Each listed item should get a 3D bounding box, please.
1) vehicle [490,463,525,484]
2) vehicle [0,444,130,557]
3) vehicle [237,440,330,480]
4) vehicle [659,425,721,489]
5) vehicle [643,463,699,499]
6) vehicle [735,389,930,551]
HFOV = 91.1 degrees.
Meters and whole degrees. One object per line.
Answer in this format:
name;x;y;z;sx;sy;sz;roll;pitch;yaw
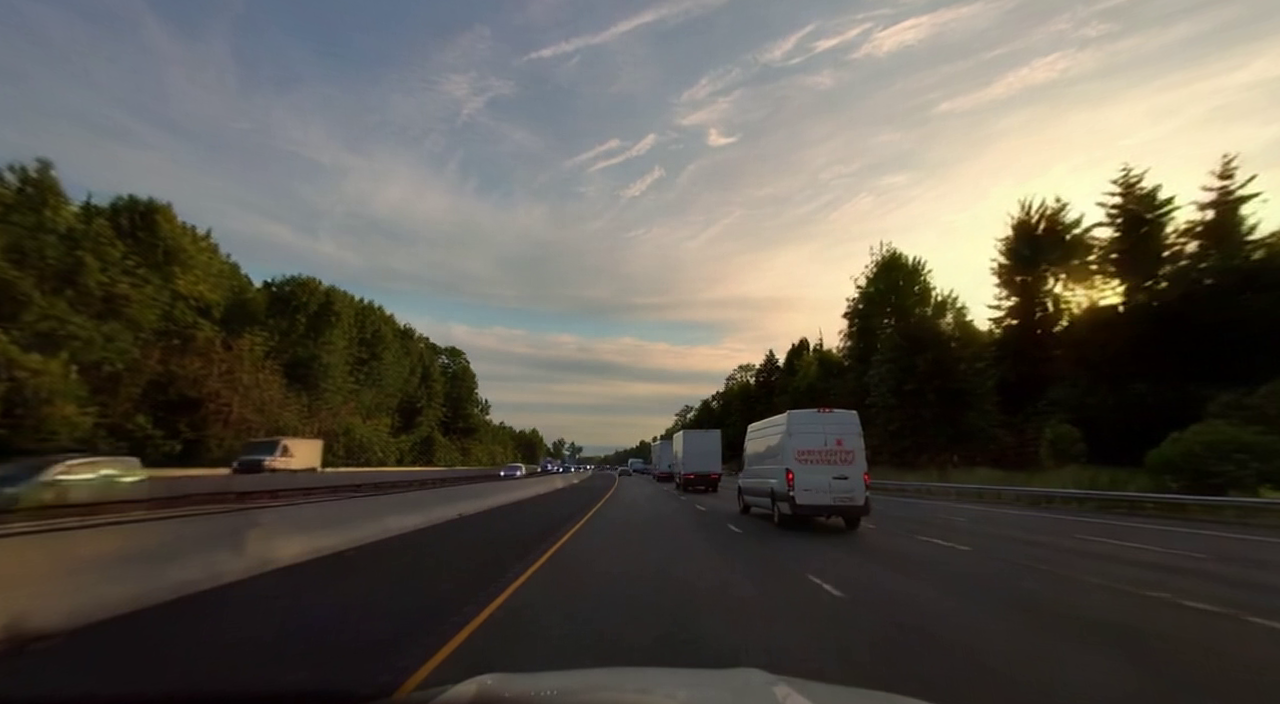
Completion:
vehicle;-10.028;9.216;47.831;1.866;1.458;4.041;1;-10;-1
vehicle;-9.395;1.885;7.952;1.913;1.466;4.660;1;-10;0
vehicle;-21.287;6.532;37.847;2.411;2.215;5.380;1;-10;-1
vehicle;3.463;8.091;47.761;2.897;4.071;14.327;1;-10;-3
vehicle;1.333;5.847;28.690;2.081;1.453;4.300;1;-10;-3
vehicle;3.590;2.435;13.150;2.291;2.639;5.280;1;-10;-1
